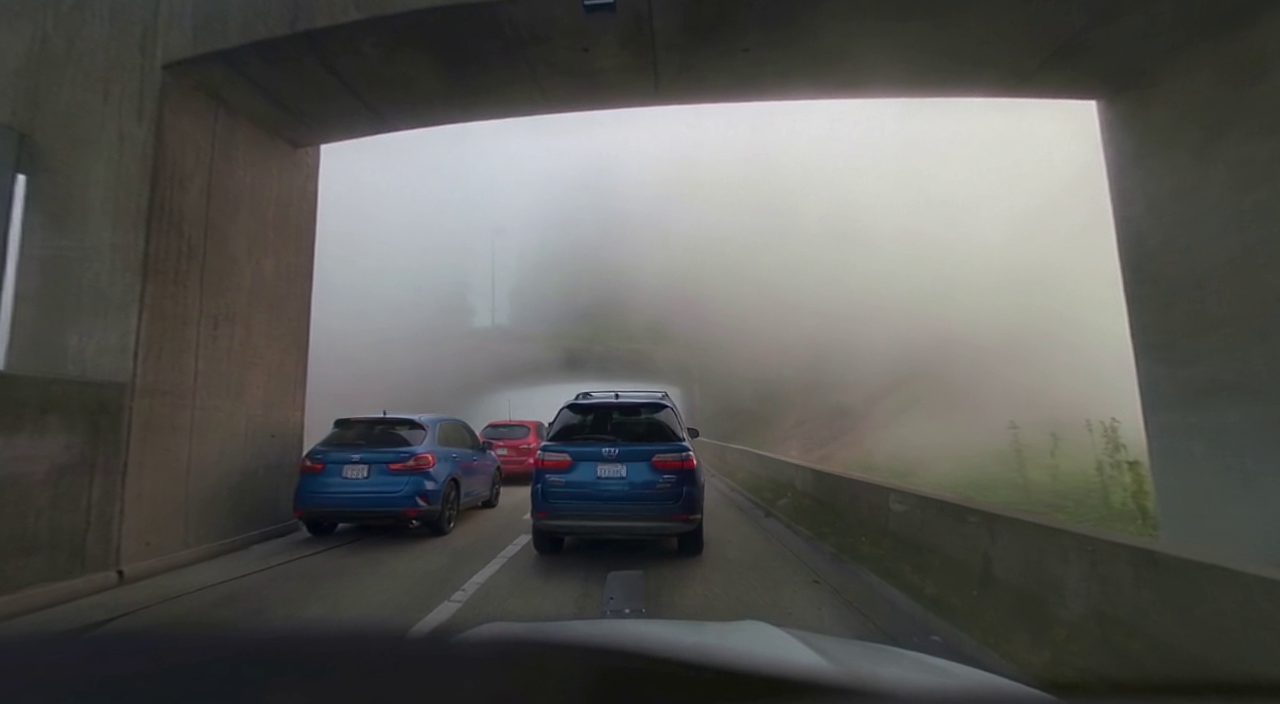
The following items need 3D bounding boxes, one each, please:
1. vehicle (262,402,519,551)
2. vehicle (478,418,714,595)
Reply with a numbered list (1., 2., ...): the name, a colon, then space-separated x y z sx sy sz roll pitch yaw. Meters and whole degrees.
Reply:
1. vehicle: -3.437 1.827 9.890 2.017 1.761 4.572 0 -8 2
2. vehicle: -0.274 1.621 7.487 2.020 1.478 4.092 -1 -8 3
